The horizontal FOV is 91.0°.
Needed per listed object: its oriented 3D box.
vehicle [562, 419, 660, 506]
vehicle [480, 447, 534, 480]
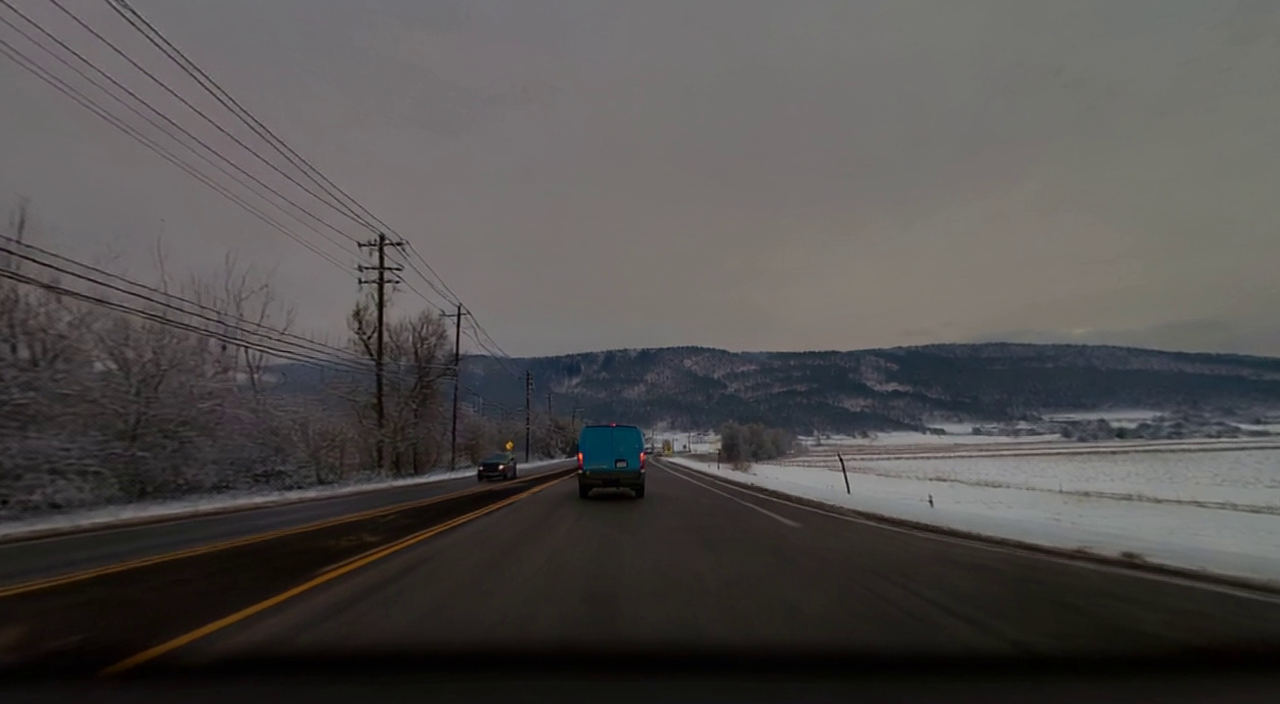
[{"bbox_3d":[-0.796,3.103,18.066,2.454,2.144,4.535,0,-8,-2],"label":"vehicle"},{"bbox_3d":[-8.521,7.170,40.852,2.089,1.946,4.979,-1,-8,4],"label":"vehicle"}]
